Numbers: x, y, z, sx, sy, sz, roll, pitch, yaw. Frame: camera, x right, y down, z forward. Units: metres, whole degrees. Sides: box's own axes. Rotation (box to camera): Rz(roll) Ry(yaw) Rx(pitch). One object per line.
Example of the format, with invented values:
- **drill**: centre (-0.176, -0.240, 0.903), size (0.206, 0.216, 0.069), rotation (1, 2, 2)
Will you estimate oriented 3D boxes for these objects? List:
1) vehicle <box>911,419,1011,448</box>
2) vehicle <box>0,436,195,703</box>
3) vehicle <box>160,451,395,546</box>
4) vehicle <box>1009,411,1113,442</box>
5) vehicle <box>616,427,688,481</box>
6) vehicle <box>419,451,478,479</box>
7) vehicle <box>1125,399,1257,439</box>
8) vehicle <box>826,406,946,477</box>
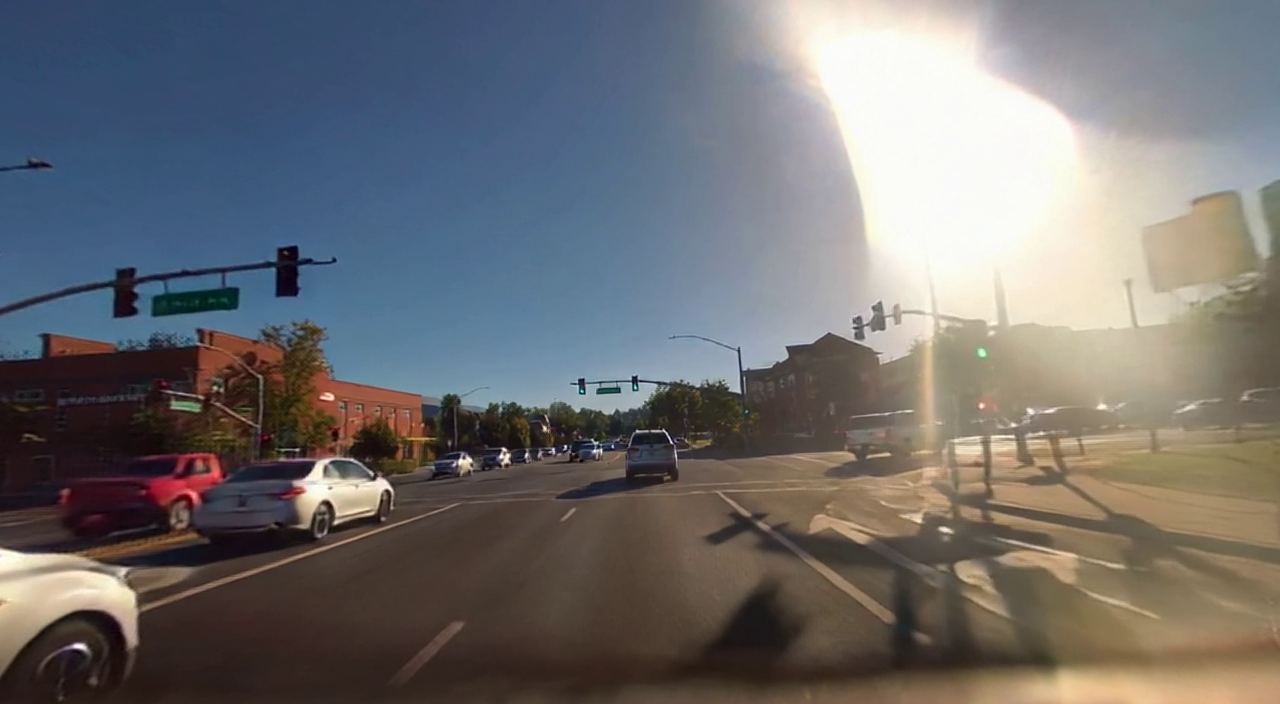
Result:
- **vehicle**: centre (17.643, 4.515, 34.782), size (4.430, 1.480, 1.923), rotation (0, -9, -1)
- **vehicle**: centre (-3.699, 0.950, 1.666), size (1.996, 1.463, 4.094), rotation (0, -9, 1)
- **vehicle**: centre (-6.690, 2.702, 12.375), size (1.966, 1.461, 4.422), rotation (0, -9, 0)
- **vehicle**: centre (25.618, 4.570, 38.509), size (4.769, 1.486, 2.043), rotation (-3, -9, 0)
- **vehicle**: centre (0.383, 3.968, 24.756), size (2.513, 1.854, 5.235), rotation (0, -9, -1)
- **vehicle**: centre (-11.254, 6.667, 37.453), size (2.016, 1.468, 4.612), rotation (0, -9, 0)
- **vehicle**: centre (26.161, 3.220, 30.028), size (4.386, 1.760, 2.228), rotation (1, -9, -7)
- **vehicle**: centre (8.882, 3.195, 22.377), size (2.452, 2.148, 5.877), rotation (-6, -10, 35)
